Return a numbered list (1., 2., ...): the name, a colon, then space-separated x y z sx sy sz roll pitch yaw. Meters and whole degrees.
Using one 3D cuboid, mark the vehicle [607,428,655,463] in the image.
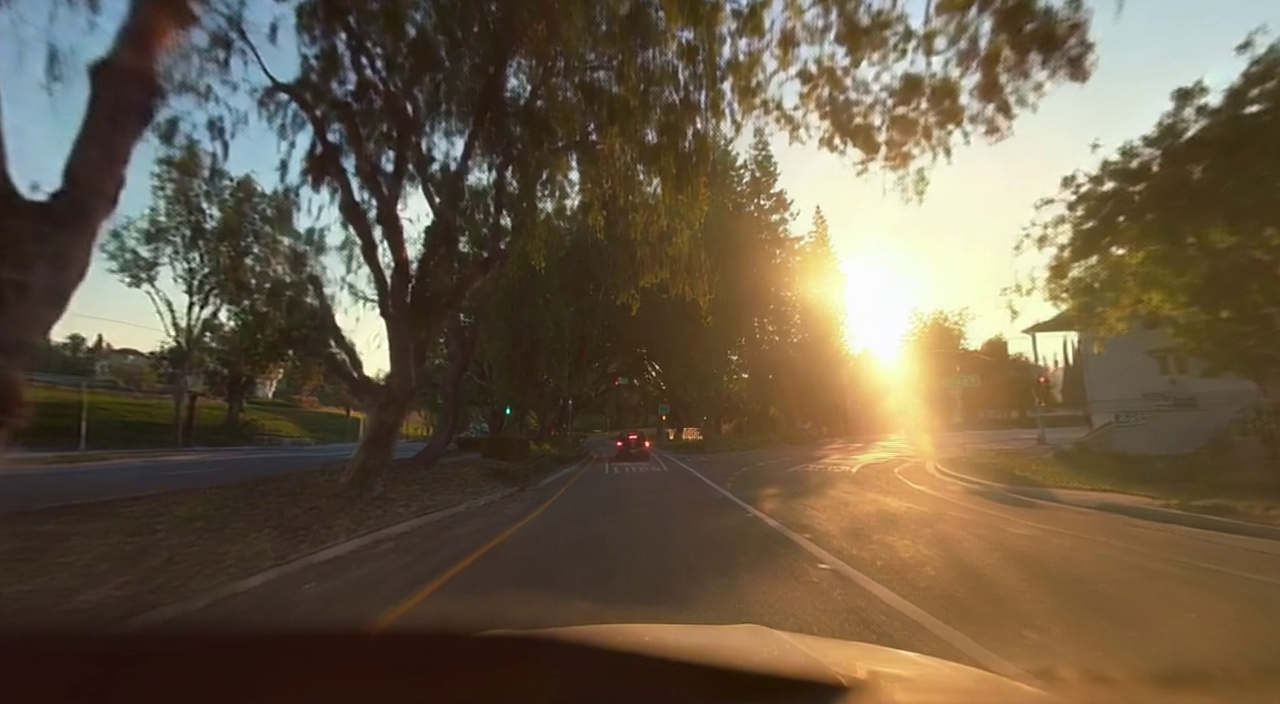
1. vehicle: -0.424 4.353 29.352 2.056 1.473 4.380 0 -8 -1
